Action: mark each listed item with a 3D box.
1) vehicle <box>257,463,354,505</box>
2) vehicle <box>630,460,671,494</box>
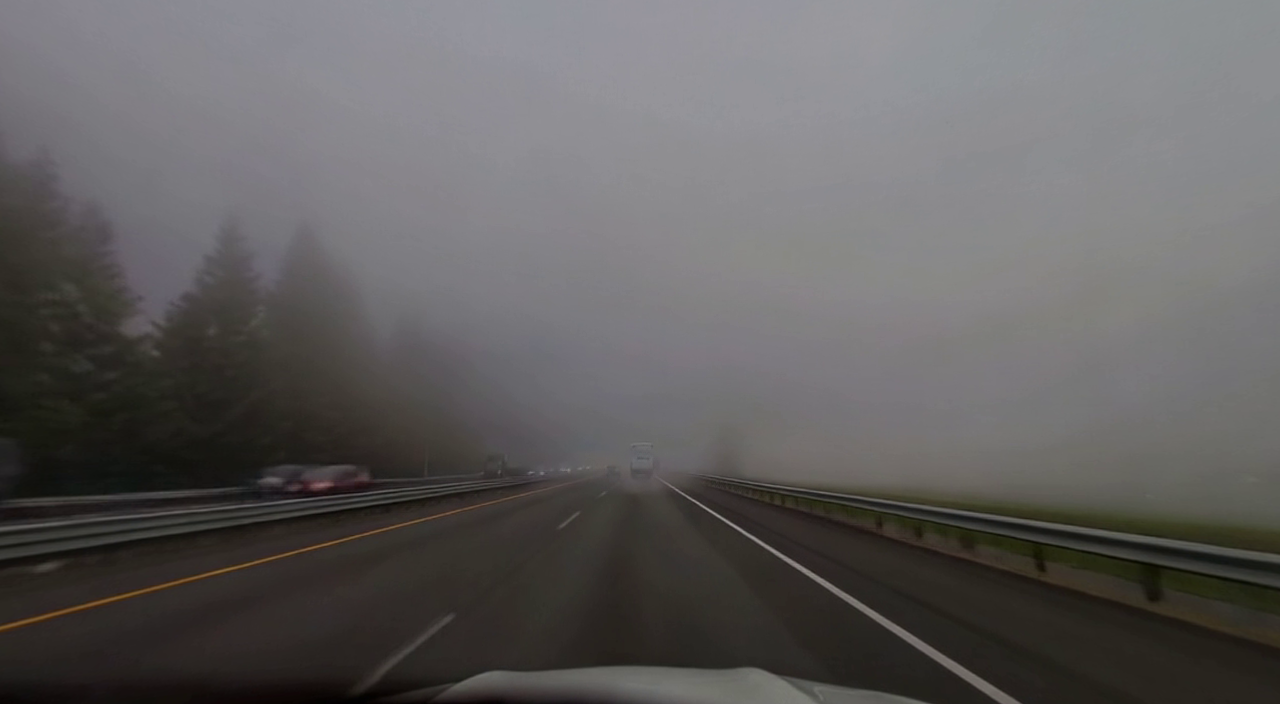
[{"bbox_3d":[-12.143,4.801,23.095,1.679,1.388,3.355,1,-10,0],"label":"vehicle"},{"bbox_3d":[0.518,6.680,33.848,2.048,1.663,4.377,1,-10,0],"label":"vehicle"}]
